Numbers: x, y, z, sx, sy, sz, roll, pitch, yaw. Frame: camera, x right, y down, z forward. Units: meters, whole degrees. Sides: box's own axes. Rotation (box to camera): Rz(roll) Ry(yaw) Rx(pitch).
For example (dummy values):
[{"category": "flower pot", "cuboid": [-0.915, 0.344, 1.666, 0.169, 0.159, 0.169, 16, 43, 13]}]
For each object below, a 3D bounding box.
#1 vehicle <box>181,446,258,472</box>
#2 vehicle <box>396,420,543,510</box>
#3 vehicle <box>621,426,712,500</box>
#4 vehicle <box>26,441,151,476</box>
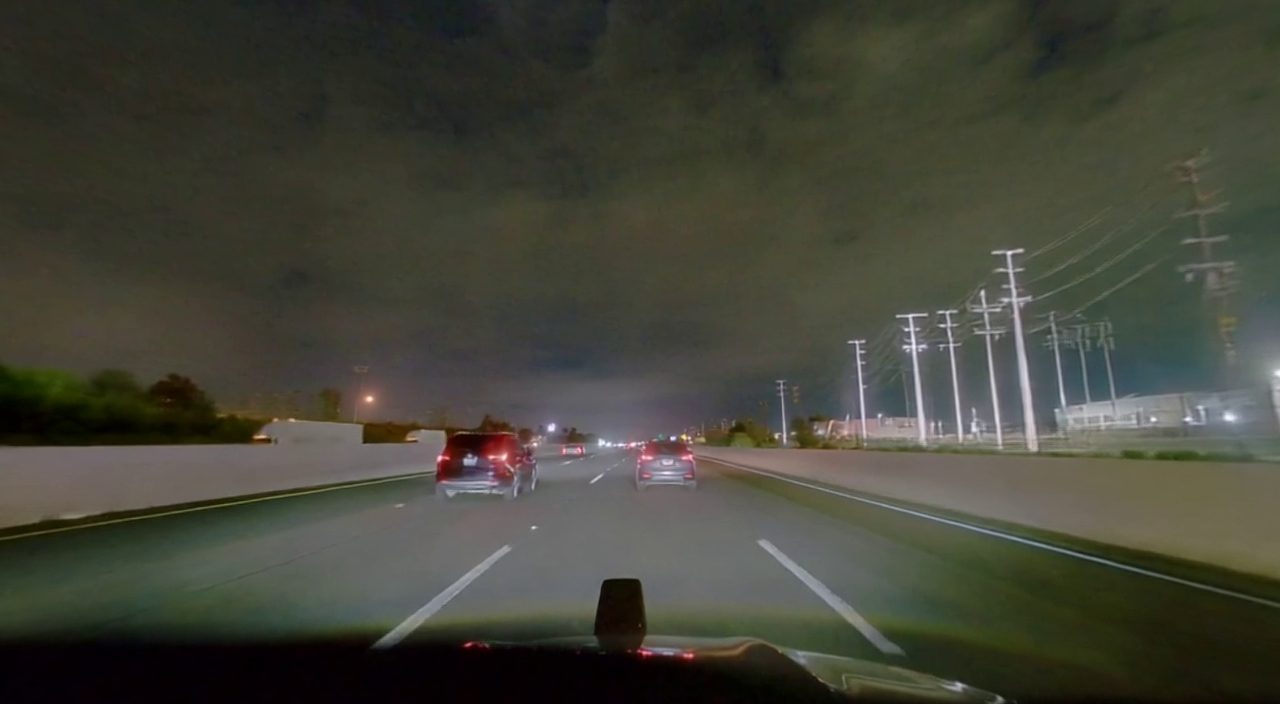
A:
[{"category": "vehicle", "cuboid": [-27.950, 7.075, 42.146, 2.030, 1.569, 4.801, 0, -8, -3]}, {"category": "vehicle", "cuboid": [-3.717, 2.570, 14.727, 2.125, 1.764, 4.393, 0, -8, 1]}, {"category": "vehicle", "cuboid": [0.663, 2.937, 17.048, 2.134, 1.733, 4.049, 0, -8, 1]}, {"category": "vehicle", "cuboid": [-30.867, 5.949, 35.601, 2.229, 1.826, 5.424, 0, -8, -2]}]
